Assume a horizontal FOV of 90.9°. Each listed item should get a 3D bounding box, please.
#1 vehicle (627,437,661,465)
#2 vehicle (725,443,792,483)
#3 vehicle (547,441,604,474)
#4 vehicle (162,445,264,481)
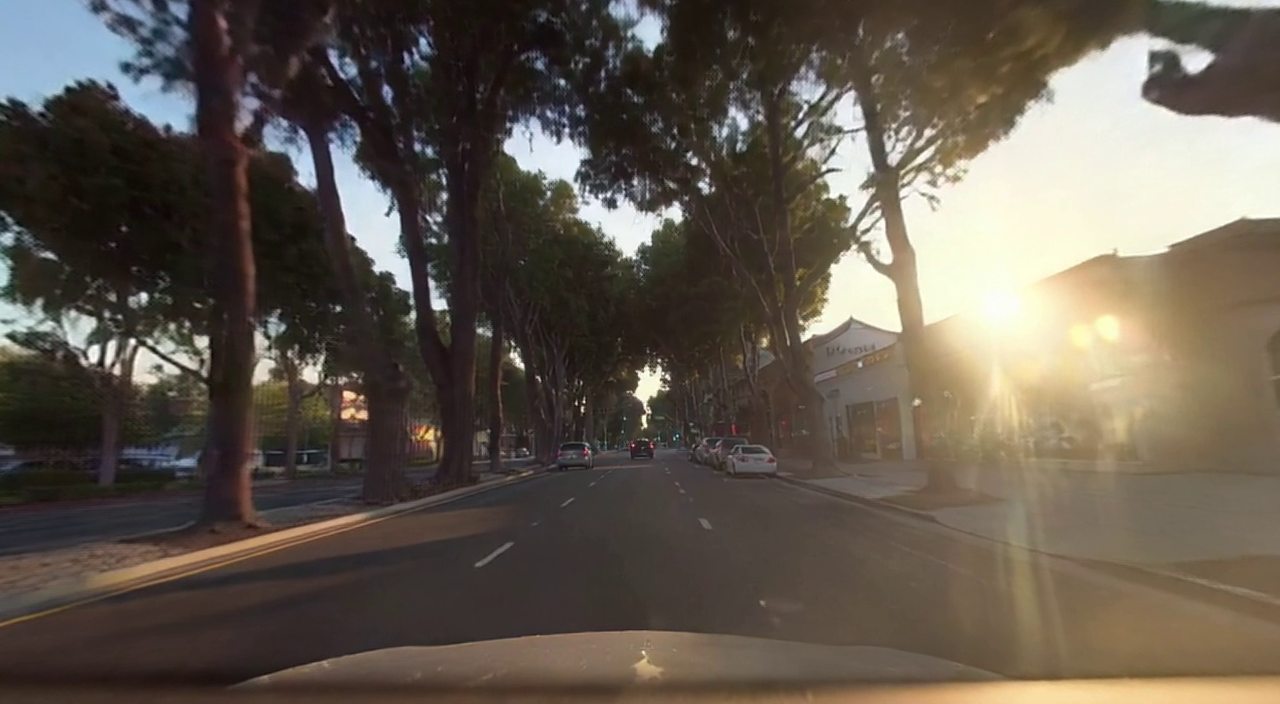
[{"bbox_3d":[0.286,6.473,41.380,2.075,1.770,4.018,0,-8,1],"label":"vehicle"},{"bbox_3d":[4.595,4.357,25.115,1.896,1.451,4.329,0,-8,1],"label":"vehicle"},{"bbox_3d":[-2.999,5.054,30.420,2.151,1.484,4.468,0,-8,2],"label":"vehicle"},{"bbox_3d":[-26.959,6.996,40.119,2.231,2.124,5.680,-1,-8,4],"label":"vehicle"}]
